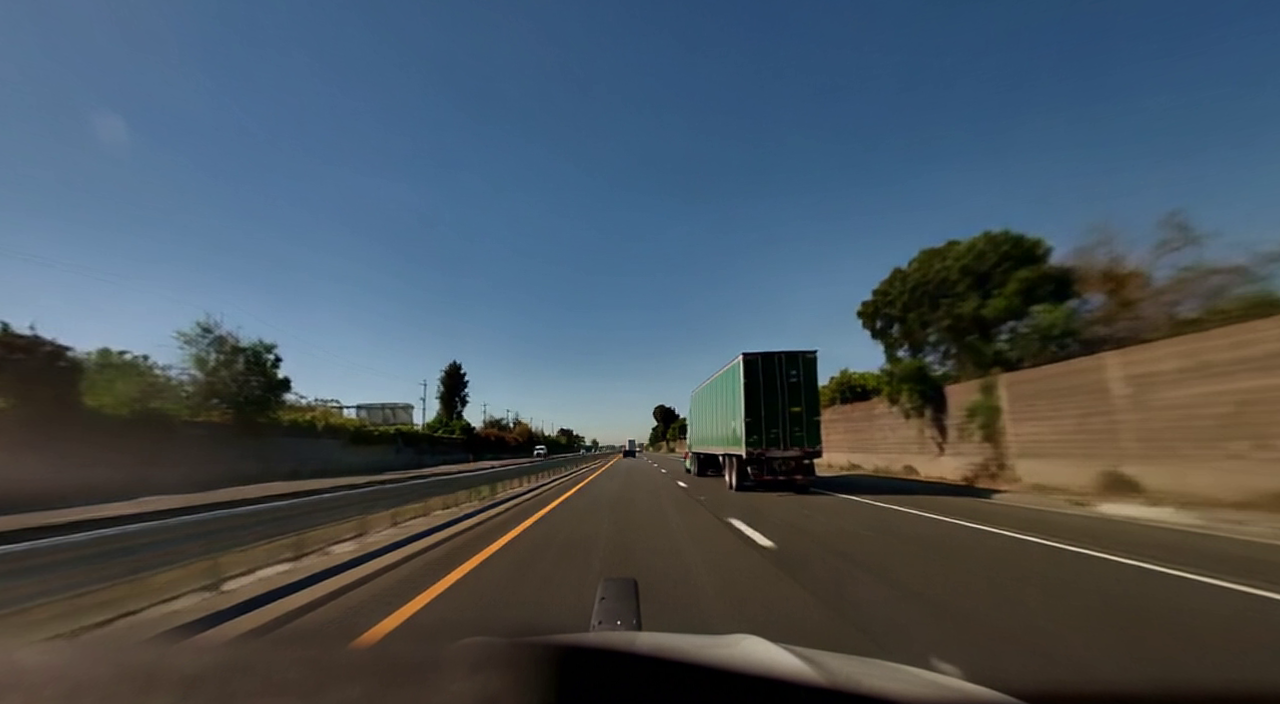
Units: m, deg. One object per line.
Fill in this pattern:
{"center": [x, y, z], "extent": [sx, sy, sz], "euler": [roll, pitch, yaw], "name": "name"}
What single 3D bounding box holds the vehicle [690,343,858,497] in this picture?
{"center": [3.935, 2.789, 23.021], "extent": [2.922, 3.905, 14.151], "euler": [0, -9, -1], "name": "vehicle"}
